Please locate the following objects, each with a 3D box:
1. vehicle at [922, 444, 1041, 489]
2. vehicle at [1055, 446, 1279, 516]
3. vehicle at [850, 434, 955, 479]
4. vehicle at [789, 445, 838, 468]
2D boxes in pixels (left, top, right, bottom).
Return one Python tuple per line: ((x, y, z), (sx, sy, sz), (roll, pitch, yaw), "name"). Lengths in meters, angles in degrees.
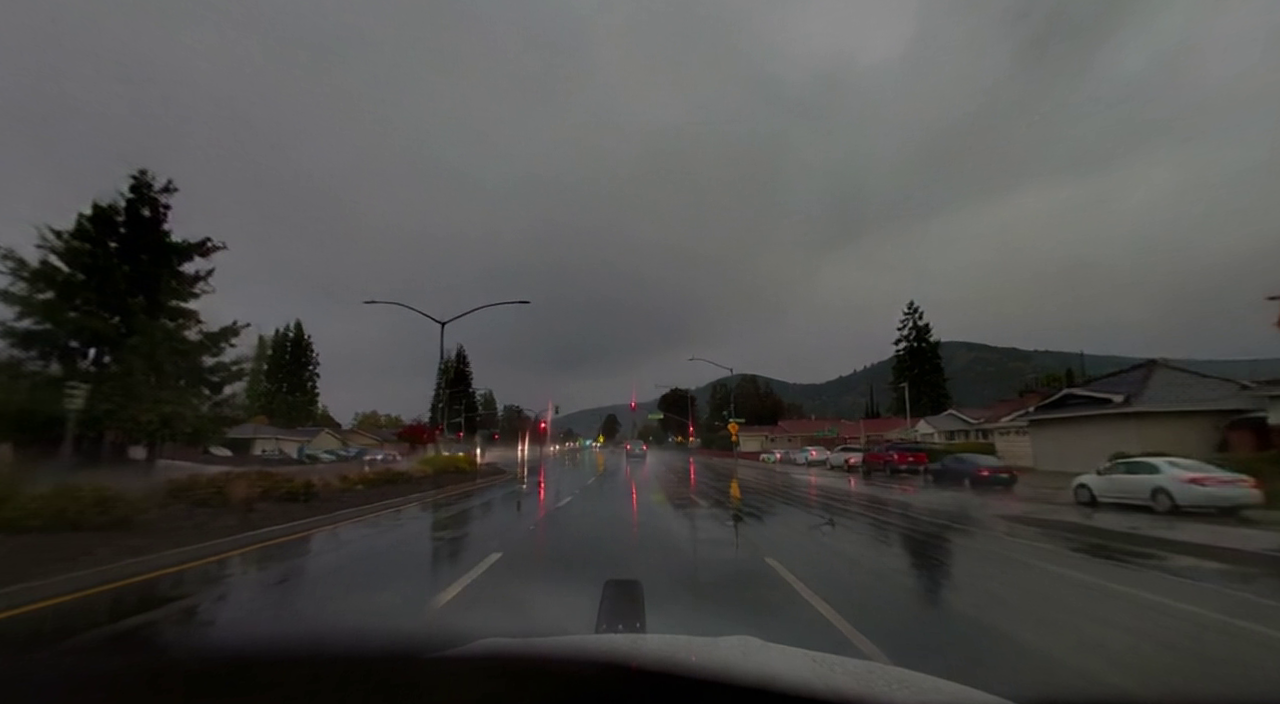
((12.381, 4.204, 23.320), (1.836, 1.448, 4.624), (-1, -9, 1), "vehicle")
((12.745, 3.051, 15.578), (1.916, 1.452, 4.651), (0, -9, 1), "vehicle")
((12.557, 5.115, 30.835), (2.386, 1.919, 6.109), (-1, -10, -1), "vehicle")
((12.296, 7.409, 45.008), (2.128, 1.467, 4.987), (0, -9, 1), "vehicle")
